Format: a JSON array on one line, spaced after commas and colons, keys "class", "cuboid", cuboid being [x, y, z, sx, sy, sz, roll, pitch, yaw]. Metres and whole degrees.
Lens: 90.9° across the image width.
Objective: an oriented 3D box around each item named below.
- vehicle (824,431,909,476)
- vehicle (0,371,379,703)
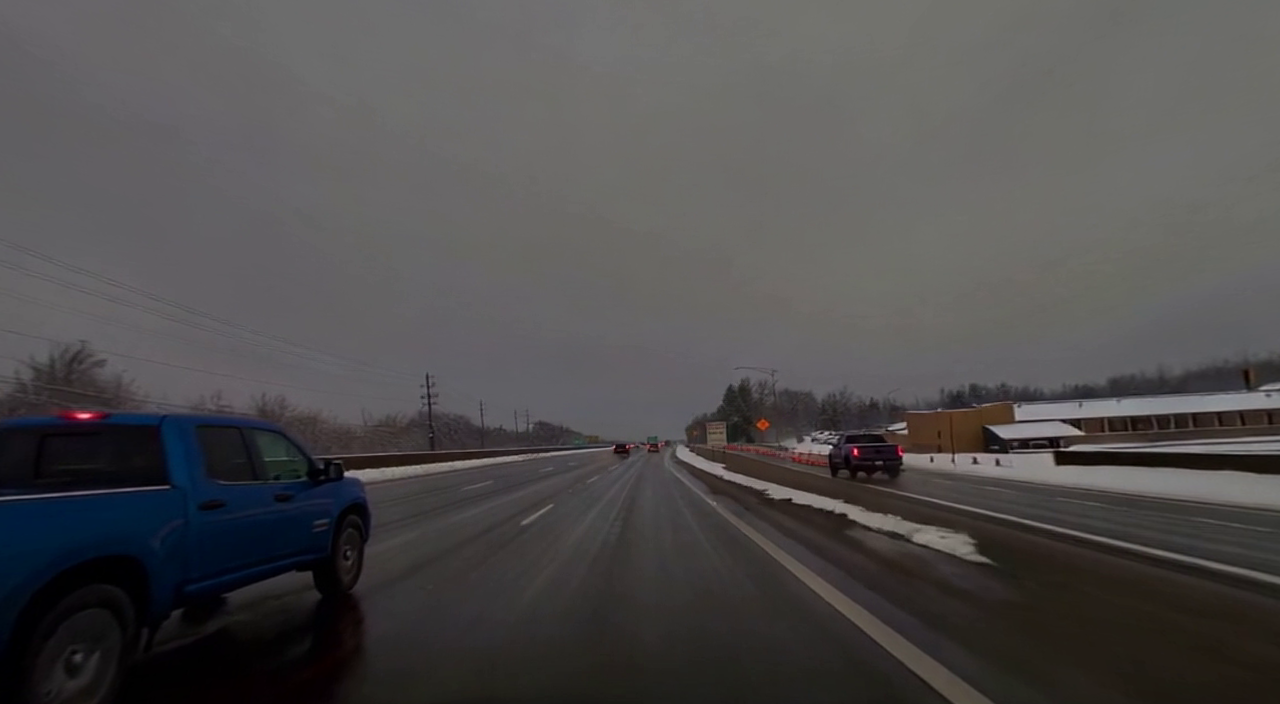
[{"class": "vehicle", "cuboid": [10.136, 4.596, 28.728, 2.186, 1.840, 5.289, -1, -8, 4]}, {"class": "vehicle", "cuboid": [-3.580, 1.086, 3.846, 2.001, 1.619, 4.445, 0, -8, 1]}]
